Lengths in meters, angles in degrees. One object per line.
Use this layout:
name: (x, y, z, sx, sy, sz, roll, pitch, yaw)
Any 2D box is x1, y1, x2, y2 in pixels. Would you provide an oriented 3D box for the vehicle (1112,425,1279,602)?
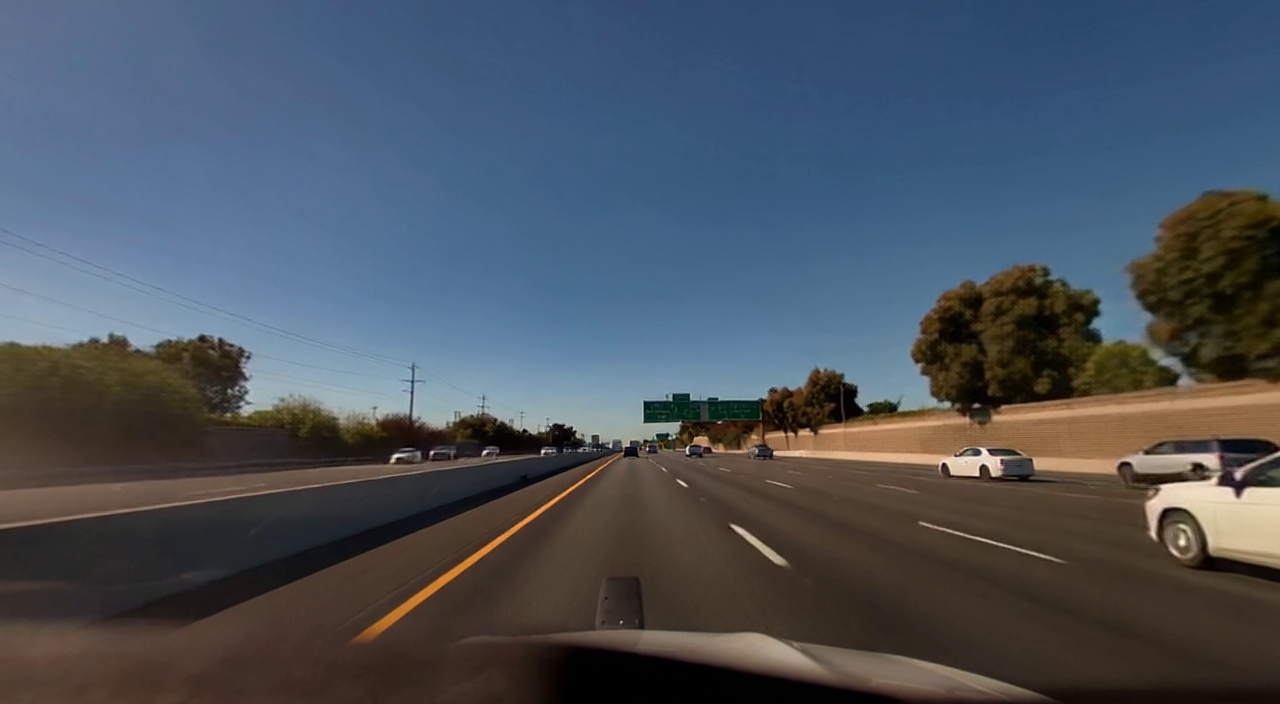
vehicle: (6.279, 1.273, 4.764, 1.821, 1.470, 4.633, 0, -9, 0)

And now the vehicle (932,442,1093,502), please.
vehicle: (9.906, 3.201, 17.247, 1.836, 1.418, 4.132, 0, -9, -1)
